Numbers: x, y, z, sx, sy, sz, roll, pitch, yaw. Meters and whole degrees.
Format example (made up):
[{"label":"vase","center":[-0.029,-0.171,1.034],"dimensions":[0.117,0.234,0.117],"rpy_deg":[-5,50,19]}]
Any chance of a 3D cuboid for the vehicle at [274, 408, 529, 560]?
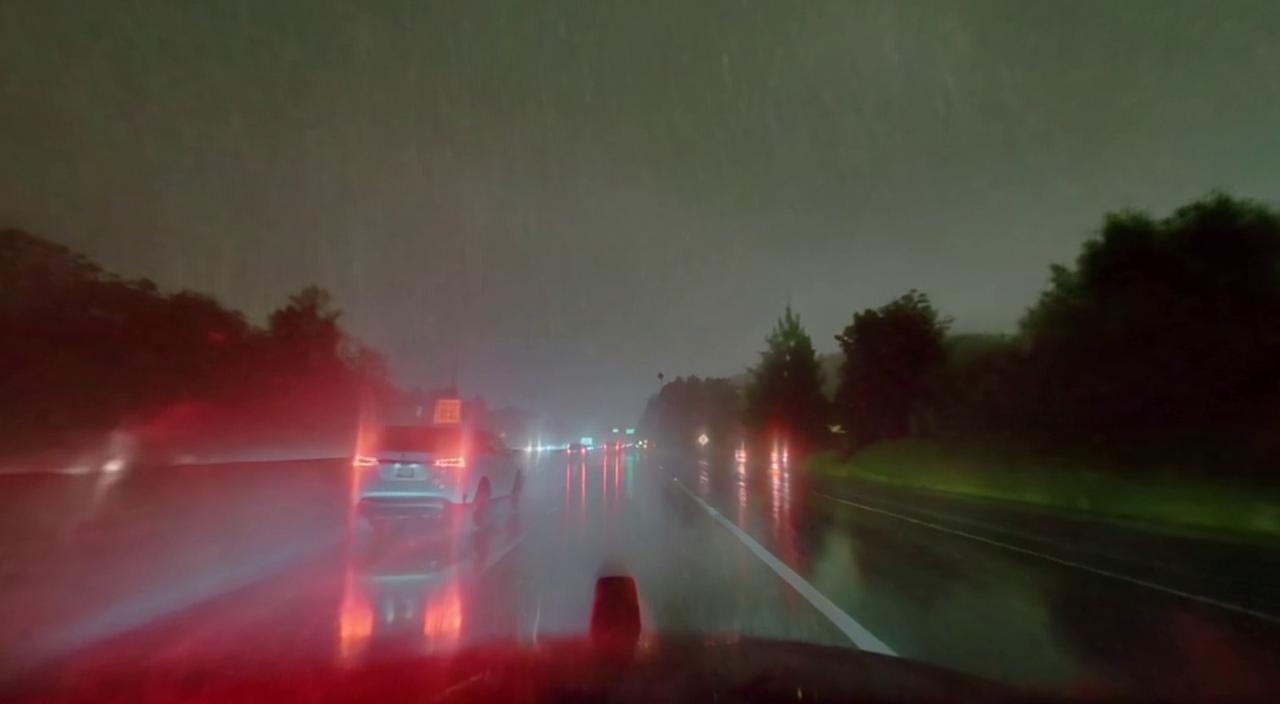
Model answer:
[{"label":"vehicle","center":[-3.112,1.837,9.461],"dimensions":[2.103,1.715,4.371],"rpy_deg":[0,-9,0]}]
